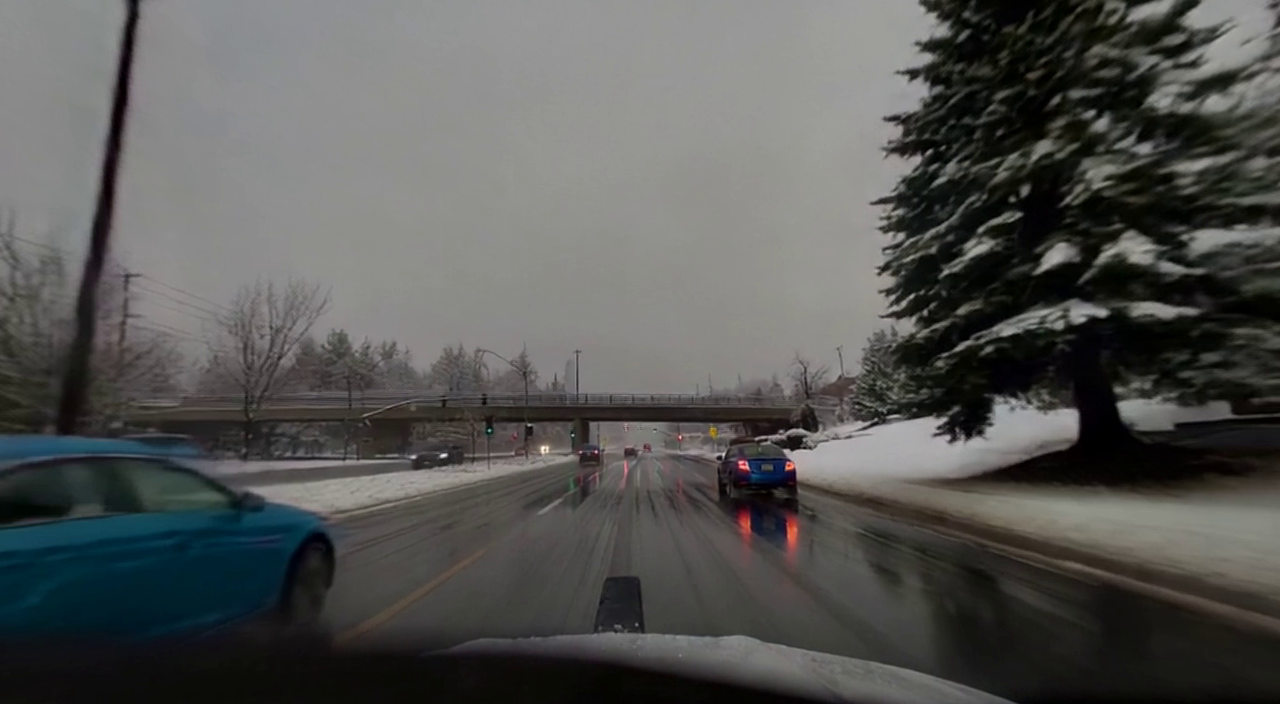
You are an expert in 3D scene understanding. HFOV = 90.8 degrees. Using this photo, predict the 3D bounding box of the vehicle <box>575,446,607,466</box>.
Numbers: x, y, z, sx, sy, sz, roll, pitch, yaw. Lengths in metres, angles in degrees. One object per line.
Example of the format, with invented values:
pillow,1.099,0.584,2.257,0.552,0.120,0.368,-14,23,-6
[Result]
vehicle,-3.678,7.920,48.303,2.041,1.460,4.036,0,-8,1

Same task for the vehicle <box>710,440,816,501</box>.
vehicle,3.303,3.267,17.901,2.068,1.497,4.247,0,-8,-1

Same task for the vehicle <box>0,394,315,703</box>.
vehicle,-3.342,0.887,2.179,2.060,1.484,4.417,0,-8,0
